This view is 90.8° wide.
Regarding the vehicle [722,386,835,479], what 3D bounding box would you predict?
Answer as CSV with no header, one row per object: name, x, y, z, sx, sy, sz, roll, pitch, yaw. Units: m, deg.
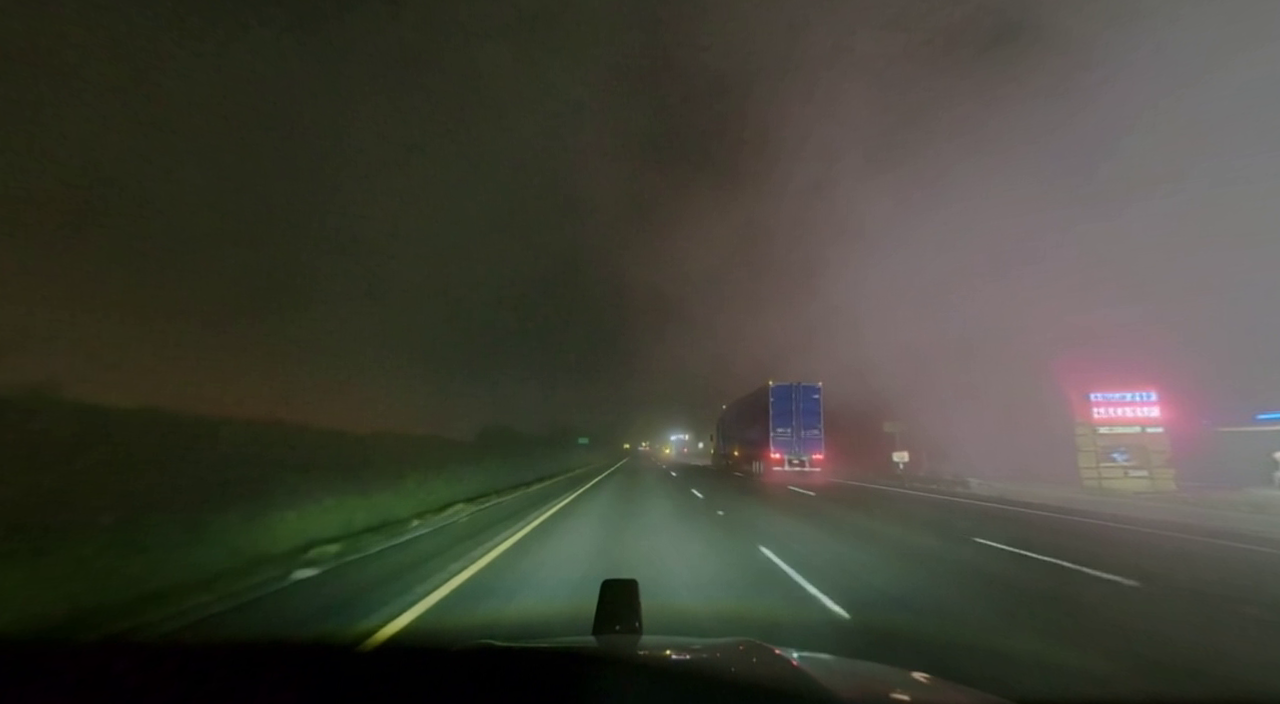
vehicle,7.265,4.797,36.369,2.912,4.153,15.866,0,-9,0
